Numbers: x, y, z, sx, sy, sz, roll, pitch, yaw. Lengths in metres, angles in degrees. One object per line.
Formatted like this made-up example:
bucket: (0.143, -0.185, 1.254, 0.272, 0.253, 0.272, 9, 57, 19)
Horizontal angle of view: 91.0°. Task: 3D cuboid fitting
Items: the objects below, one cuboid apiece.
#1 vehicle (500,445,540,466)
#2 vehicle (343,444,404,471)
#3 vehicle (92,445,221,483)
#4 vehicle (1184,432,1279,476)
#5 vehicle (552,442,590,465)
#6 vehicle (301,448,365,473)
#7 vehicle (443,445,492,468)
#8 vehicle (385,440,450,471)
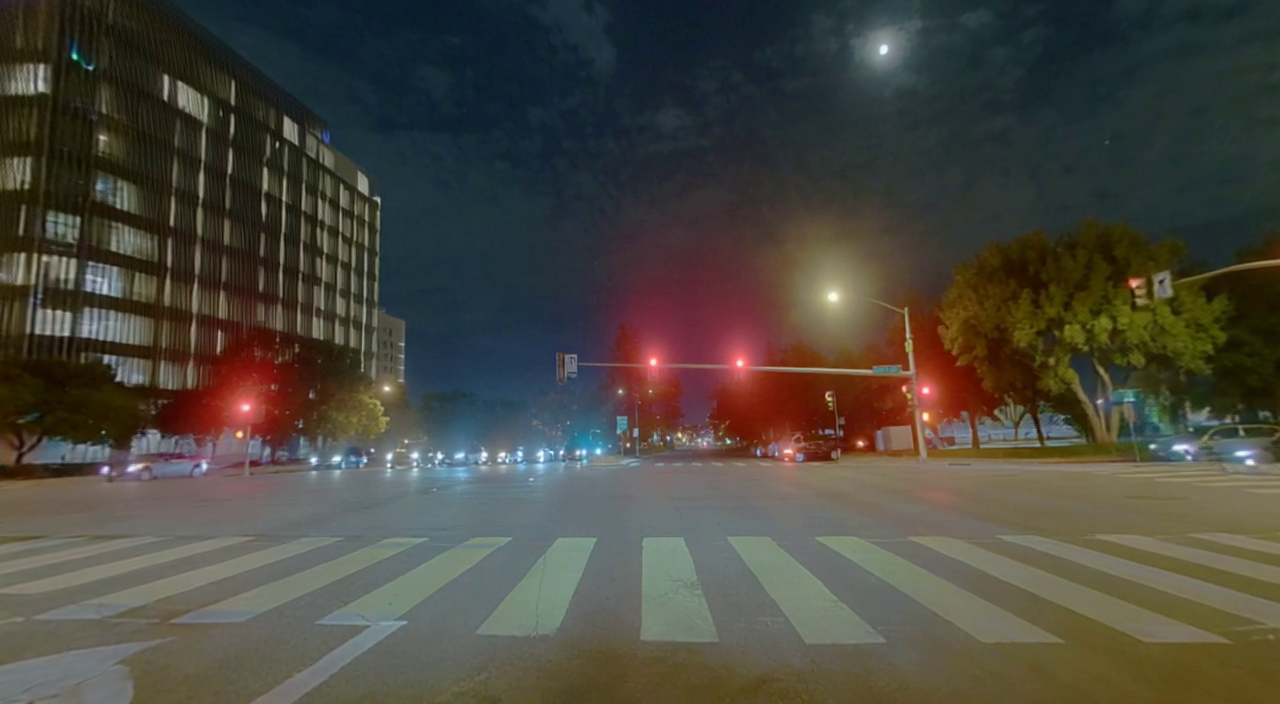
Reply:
vehicle: (-8.084, 7.006, 42.615, 1.910, 1.321, 3.692, 0, -9, 1)
vehicle: (-18.544, 7.347, 44.012, 2.237, 1.801, 4.541, 0, -9, 1)
vehicle: (-25.350, 5.843, 33.236, 2.032, 1.839, 4.884, -5, -10, 27)
vehicle: (22.326, 3.582, 22.235, 4.474, 1.477, 1.908, 0, -9, -3)
vehicle: (-4.518, 6.717, 41.685, 1.954, 1.431, 4.050, -1, -9, 2)
vehicle: (-21.423, 7.566, 44.129, 1.929, 1.619, 4.577, -1, -9, 4)
vehicle: (-11.623, 7.072, 42.703, 1.911, 1.476, 4.297, -1, -9, 2)
vehicle: (-15.120, 7.036, 43.157, 2.340, 1.946, 5.450, 0, -9, 2)
